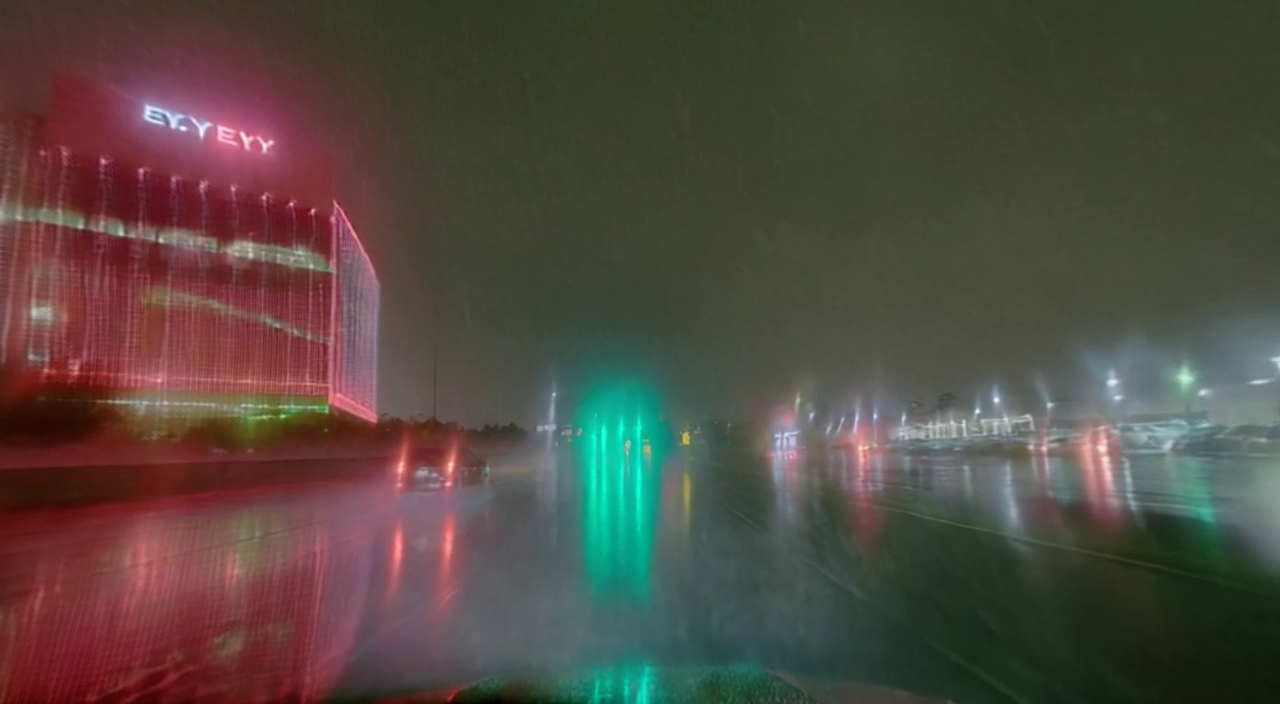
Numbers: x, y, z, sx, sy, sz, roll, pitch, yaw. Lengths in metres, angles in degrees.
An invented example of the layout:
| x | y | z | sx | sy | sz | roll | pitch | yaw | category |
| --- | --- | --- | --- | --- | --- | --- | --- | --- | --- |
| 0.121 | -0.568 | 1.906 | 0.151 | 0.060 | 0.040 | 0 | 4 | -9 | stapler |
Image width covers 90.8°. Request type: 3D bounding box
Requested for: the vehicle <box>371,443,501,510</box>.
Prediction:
| x | y | z | sx | sy | sz | roll | pitch | yaw | category |
| --- | --- | --- | --- | --- | --- | --- | --- | --- | --- |
| -5.123 | 3.154 | 16.510 | 1.943 | 1.510 | 4.201 | 0 | -9 | 1 | vehicle |
